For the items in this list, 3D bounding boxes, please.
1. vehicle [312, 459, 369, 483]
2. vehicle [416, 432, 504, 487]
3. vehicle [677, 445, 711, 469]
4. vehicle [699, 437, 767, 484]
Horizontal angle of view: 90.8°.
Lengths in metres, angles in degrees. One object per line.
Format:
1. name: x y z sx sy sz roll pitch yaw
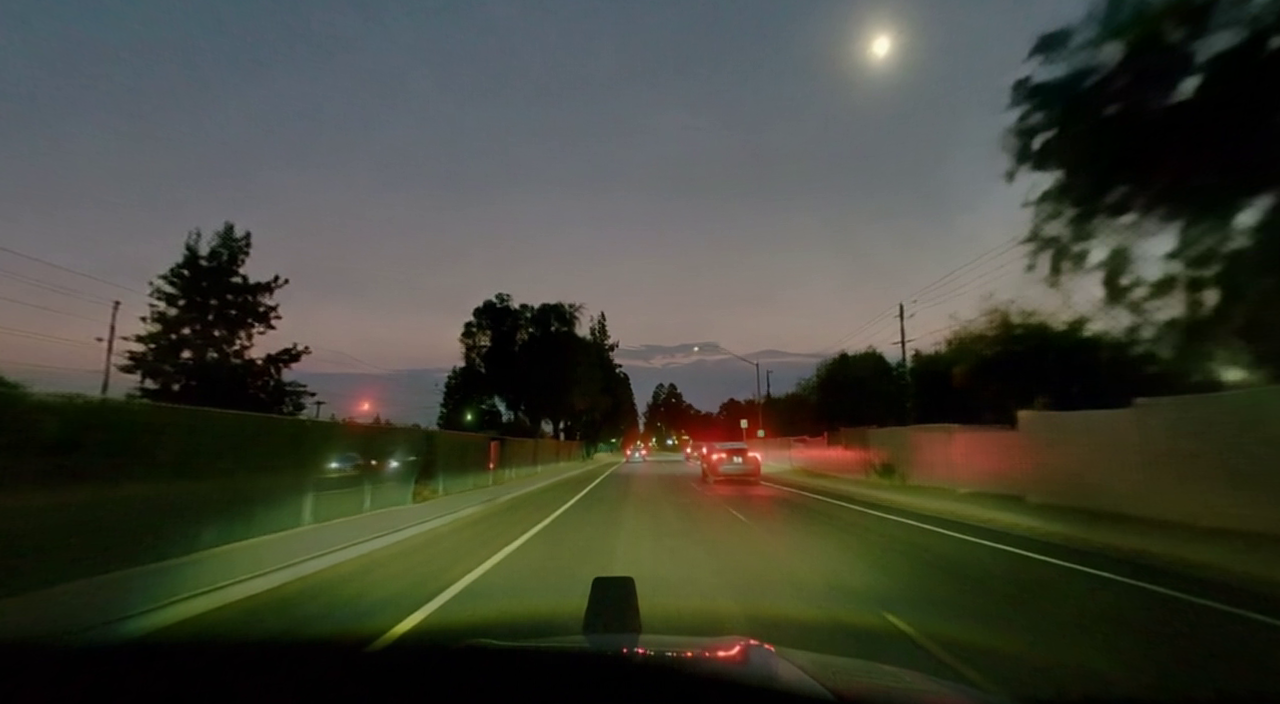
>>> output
1. vehicle: -22.021 8.769 46.707 2.005 1.567 4.461 0 -8 0
2. vehicle: -8.935 5.345 31.576 3.613 2.628 2.227 0 -9 2
3. vehicle: 3.816 7.533 45.518 2.012 1.653 4.115 0 -9 -1
4. vehicle: 3.881 4.636 27.228 2.112 1.825 4.574 0 -9 -2
